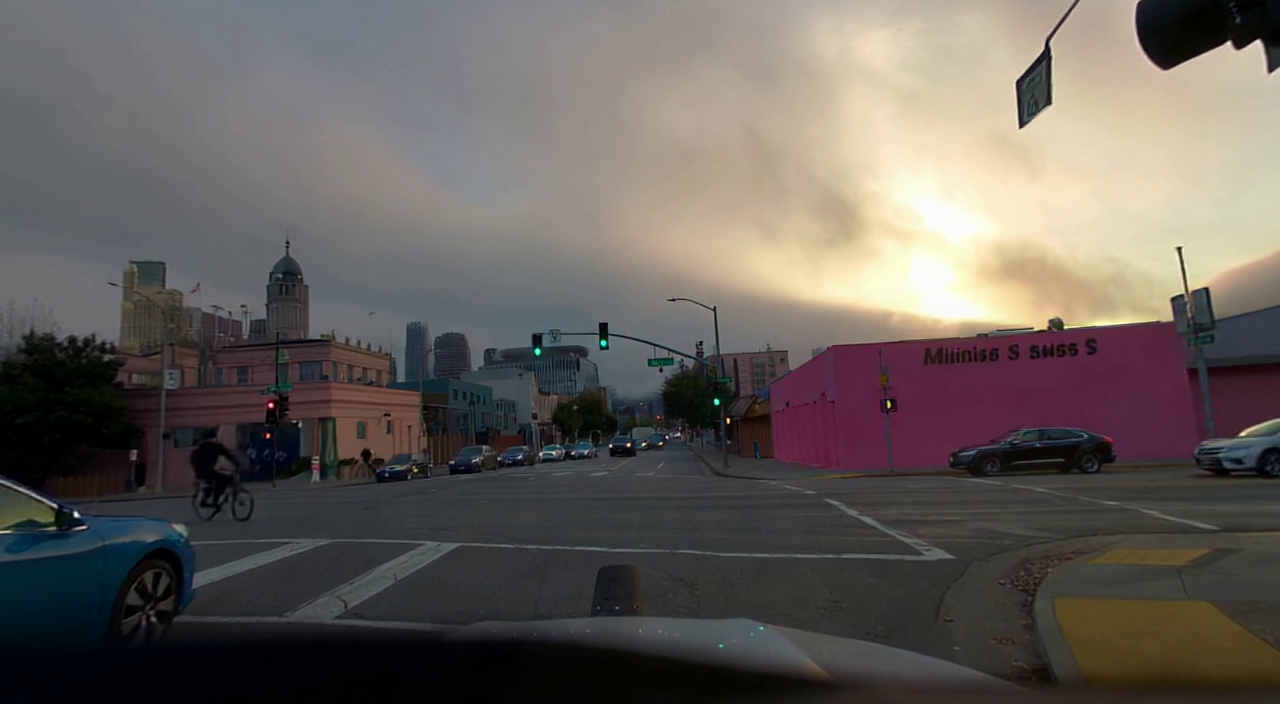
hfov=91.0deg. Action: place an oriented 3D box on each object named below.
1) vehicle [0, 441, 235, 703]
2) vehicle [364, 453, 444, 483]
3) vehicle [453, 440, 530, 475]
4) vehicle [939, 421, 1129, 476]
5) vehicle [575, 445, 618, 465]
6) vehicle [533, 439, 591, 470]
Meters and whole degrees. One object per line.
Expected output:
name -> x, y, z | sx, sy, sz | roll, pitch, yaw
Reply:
vehicle -> -3.691, 0.968, 2.156 | 1.759, 1.325, 4.295 | 0, -9, 0
vehicle -> -12.561, 6.168, 33.875 | 1.976, 1.425, 4.567 | -1, -9, 9
vehicle -> -8.373, 5.974, 36.045 | 2.152, 1.825, 5.406 | -2, -9, 12
vehicle -> 11.581, 2.877, 18.792 | 4.355, 1.546, 1.820 | -1, -9, 6
vehicle -> -2.987, 7.185, 44.132 | 1.743, 1.362, 4.350 | -2, -9, 14
vehicle -> -4.479, 5.976, 36.867 | 1.928, 1.647, 4.575 | -2, -9, 13
